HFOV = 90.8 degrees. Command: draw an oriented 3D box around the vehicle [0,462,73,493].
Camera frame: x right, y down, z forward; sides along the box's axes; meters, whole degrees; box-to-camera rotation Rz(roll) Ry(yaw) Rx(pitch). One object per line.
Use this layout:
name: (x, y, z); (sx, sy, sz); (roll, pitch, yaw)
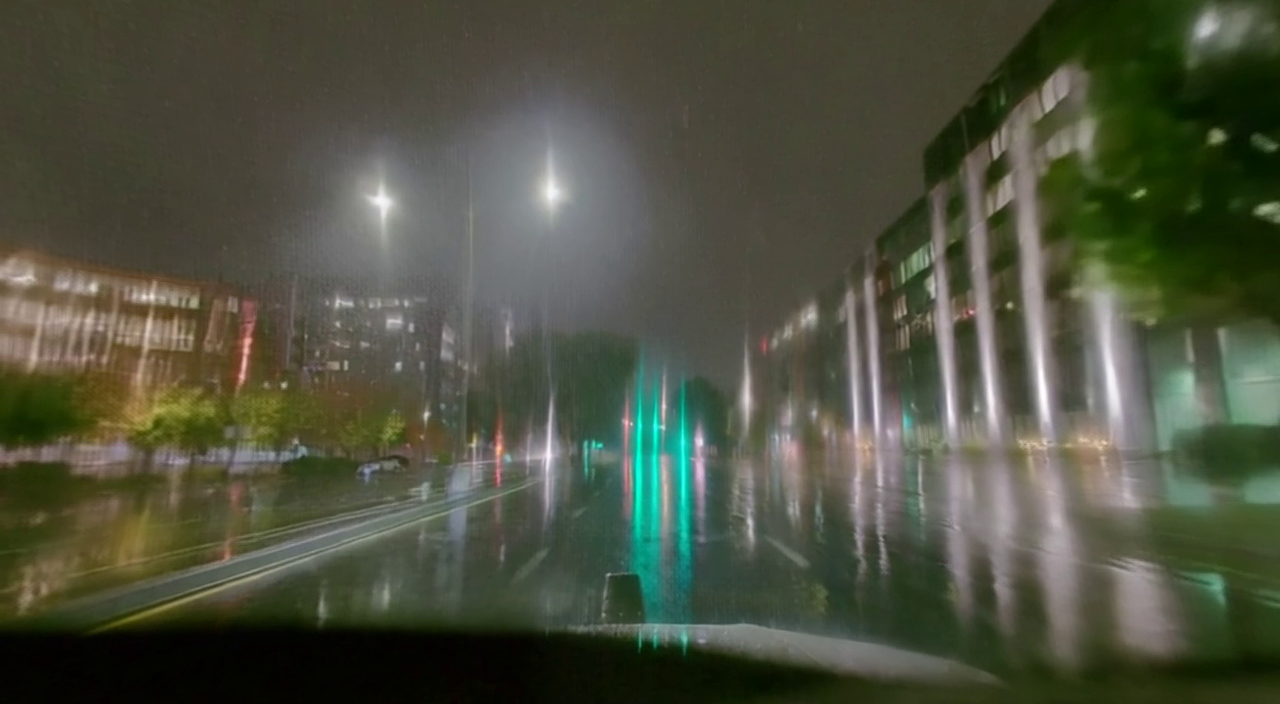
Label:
vehicle: (-31.979, 6.406, 32.280); (1.947, 1.444, 4.313); (-1, -9, 1)
